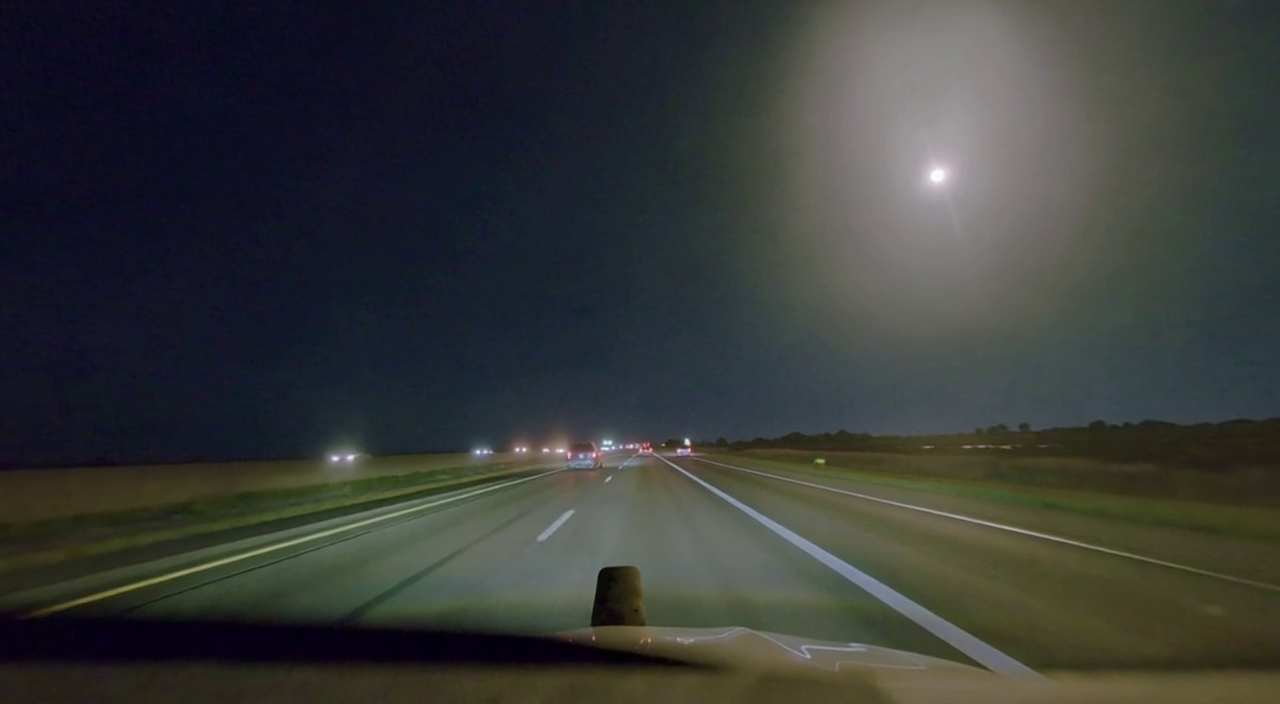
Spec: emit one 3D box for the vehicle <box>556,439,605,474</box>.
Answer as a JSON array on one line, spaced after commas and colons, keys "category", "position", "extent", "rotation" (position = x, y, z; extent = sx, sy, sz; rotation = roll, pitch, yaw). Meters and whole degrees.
[{"category": "vehicle", "position": [-3.027, 5.464, 33.101], "extent": [2.070, 1.707, 4.309], "rotation": [0, -9, 1]}]
